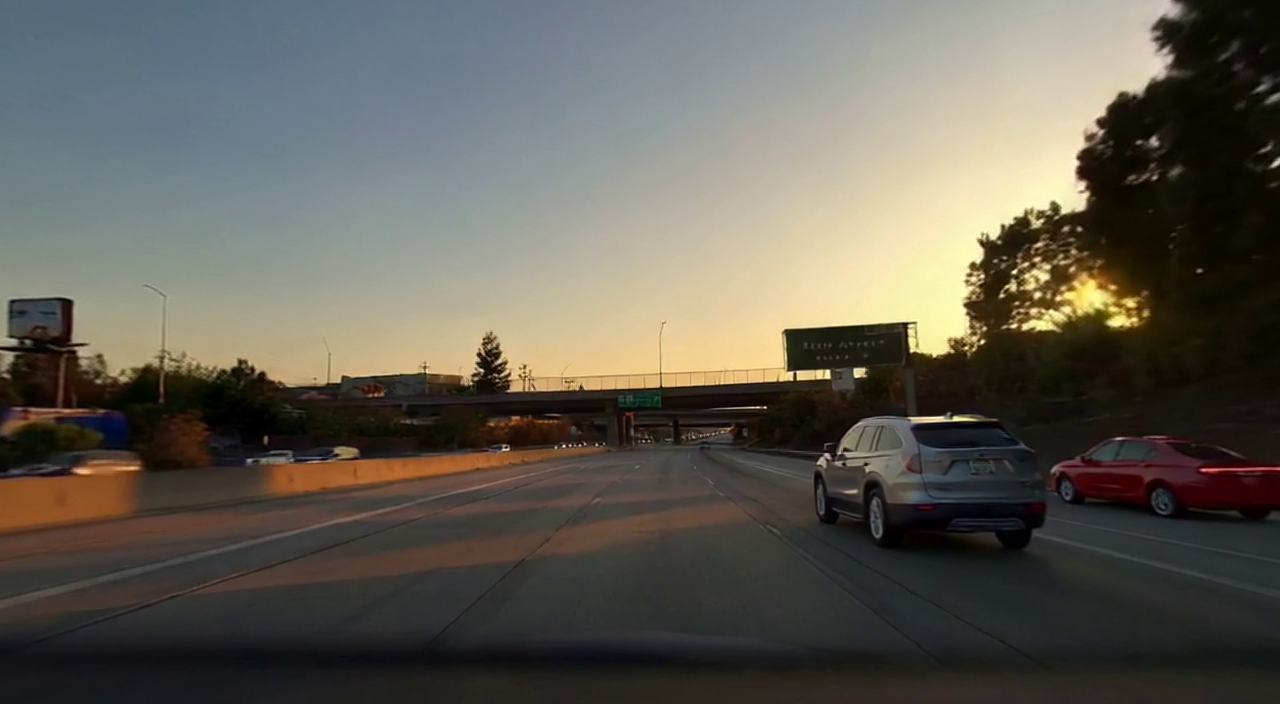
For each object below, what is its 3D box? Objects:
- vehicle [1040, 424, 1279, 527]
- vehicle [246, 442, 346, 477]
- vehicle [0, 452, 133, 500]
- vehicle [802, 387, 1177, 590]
[{"bbox_3d":[10.325,2.309,12.375,2.024,1.628,4.417,0,-8,0],"label":"vehicle"},{"bbox_3d":[-16.696,5.207,30.954,2.000,1.557,4.784,-1,-8,3],"label":"vehicle"},{"bbox_3d":[-20.939,4.335,22.453,1.800,1.469,4.518,0,-8,2],"label":"vehicle"},{"bbox_3d":[3.592,1.499,7.757,2.019,1.732,4.579,0,-8,1],"label":"vehicle"}]
